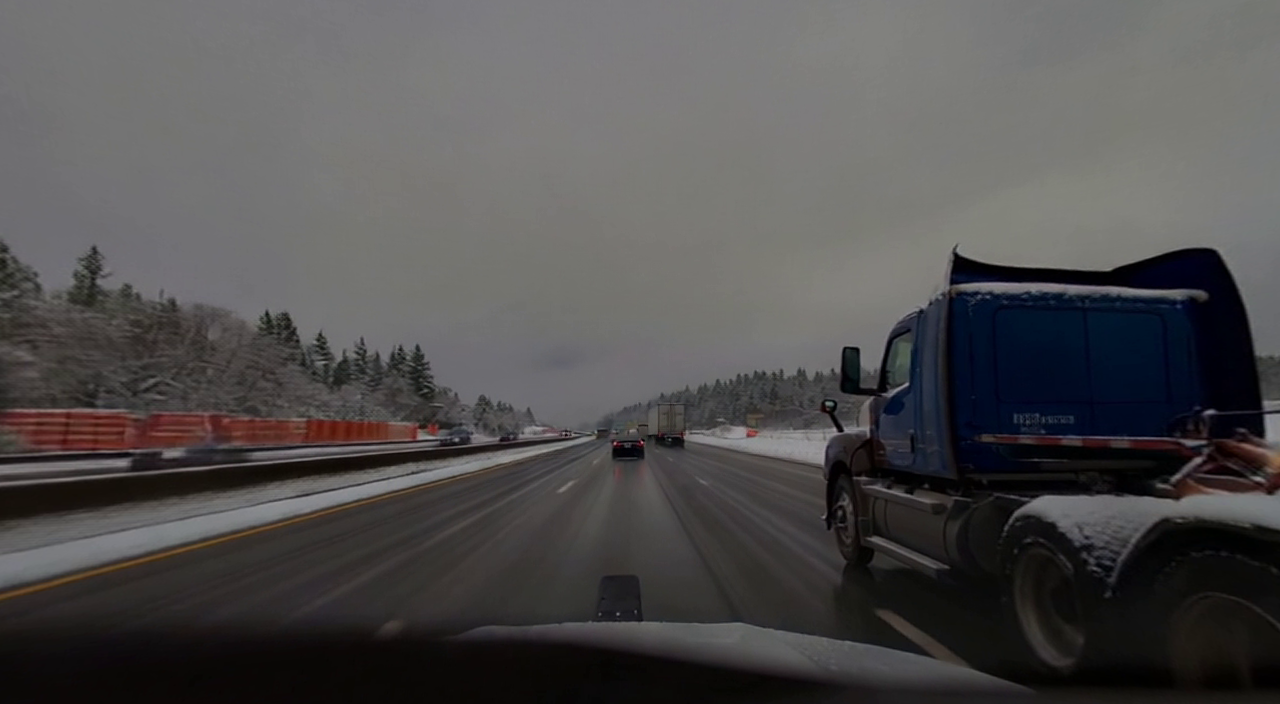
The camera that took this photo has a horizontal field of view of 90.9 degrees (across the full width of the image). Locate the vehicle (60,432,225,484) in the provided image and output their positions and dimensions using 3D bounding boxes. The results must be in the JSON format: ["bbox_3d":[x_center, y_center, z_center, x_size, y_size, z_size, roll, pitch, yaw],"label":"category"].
[{"bbox_3d":[-15.424,3.266,19.877,1.845,1.459,4.153,0,-8,-1],"label":"vehicle"}]

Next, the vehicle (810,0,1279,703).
[{"bbox_3d":[3.580,-0.112,1.757,2.919,3.634,10.888,0,-8,-1],"label":"vehicle"}]

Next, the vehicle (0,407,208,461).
[{"bbox_3d":[-40.613,6.059,49.126,2.834,3.320,15.990,-2,-5,0],"label":"vehicle"}]

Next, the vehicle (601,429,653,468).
[{"bbox_3d":[-0.519,3.856,25.447,1.929,1.469,3.677,0,-8,-1],"label":"vehicle"}]
